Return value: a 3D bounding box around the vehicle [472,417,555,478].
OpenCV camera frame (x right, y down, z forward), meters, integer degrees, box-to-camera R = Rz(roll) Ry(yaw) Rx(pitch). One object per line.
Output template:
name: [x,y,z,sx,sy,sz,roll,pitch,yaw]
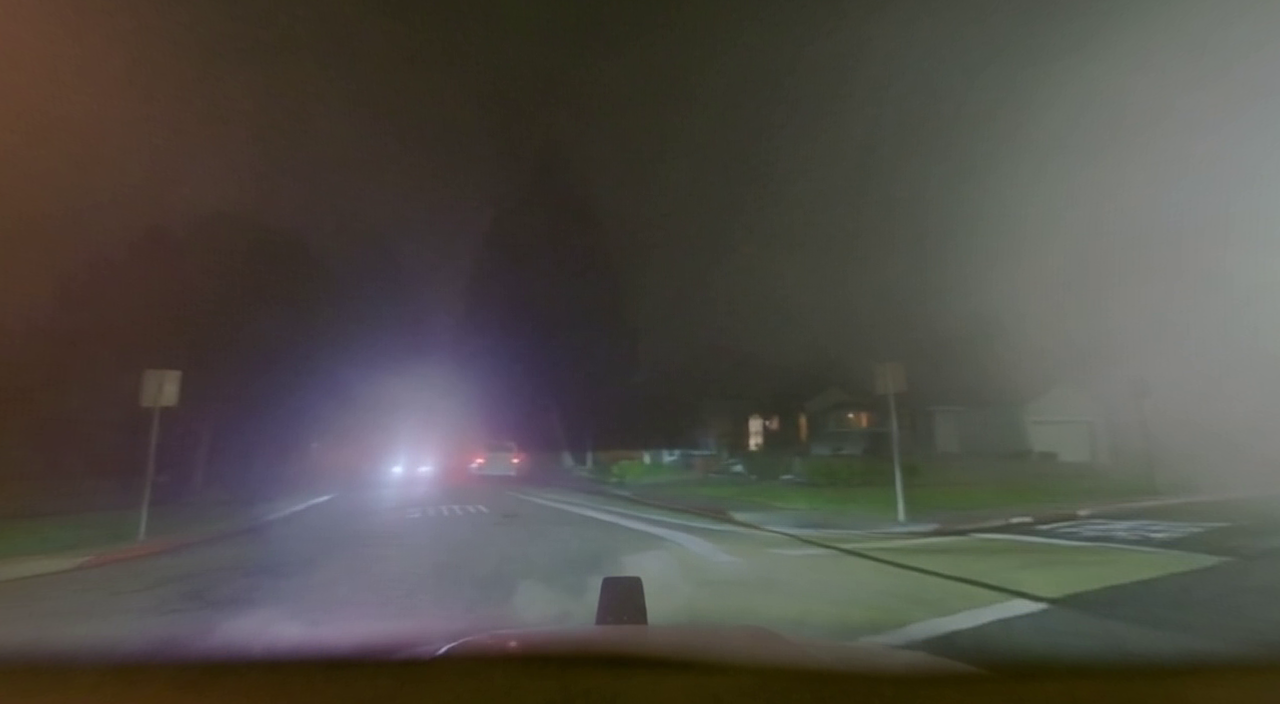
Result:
vehicle: [-7.235,5.265,35.465,2.718,3.089,6.380,4,-8,-28]
